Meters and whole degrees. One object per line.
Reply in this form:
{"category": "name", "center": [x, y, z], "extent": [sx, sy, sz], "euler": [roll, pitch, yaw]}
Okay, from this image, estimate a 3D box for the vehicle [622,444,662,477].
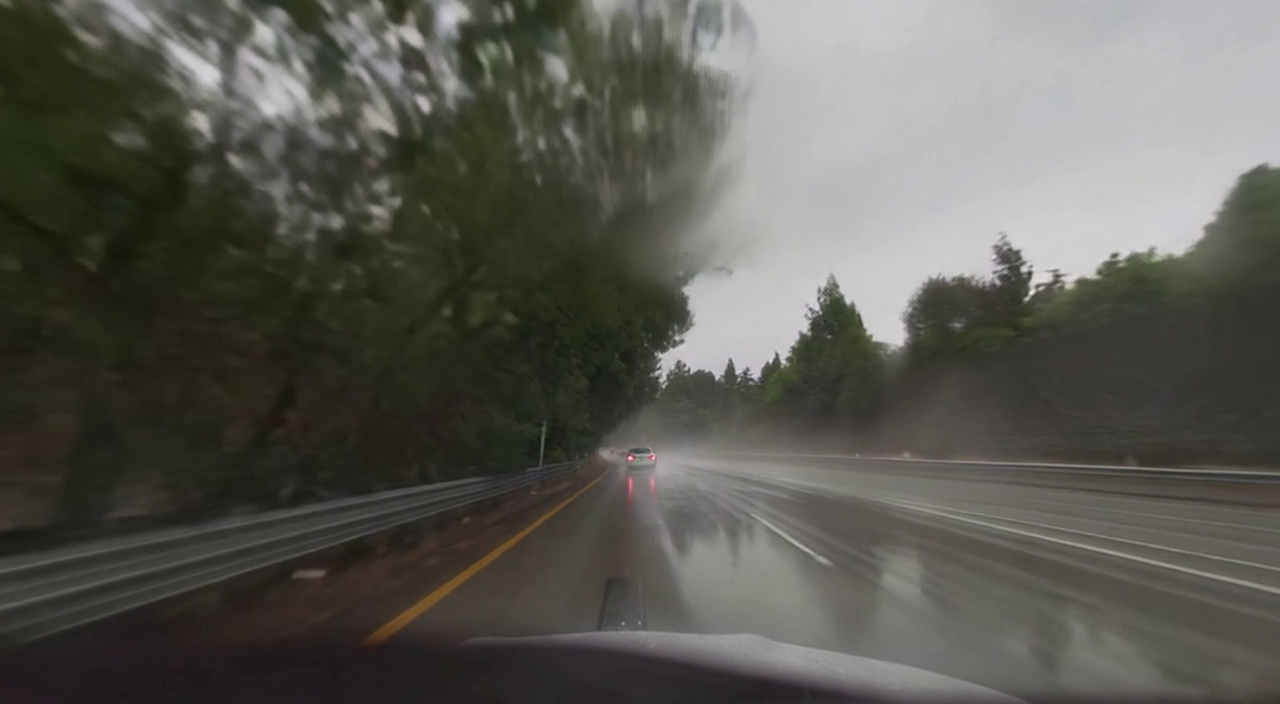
{"category": "vehicle", "center": [0.069, 5.770, 33.615], "extent": [1.987, 1.658, 3.620], "euler": [0, -9, -1]}
